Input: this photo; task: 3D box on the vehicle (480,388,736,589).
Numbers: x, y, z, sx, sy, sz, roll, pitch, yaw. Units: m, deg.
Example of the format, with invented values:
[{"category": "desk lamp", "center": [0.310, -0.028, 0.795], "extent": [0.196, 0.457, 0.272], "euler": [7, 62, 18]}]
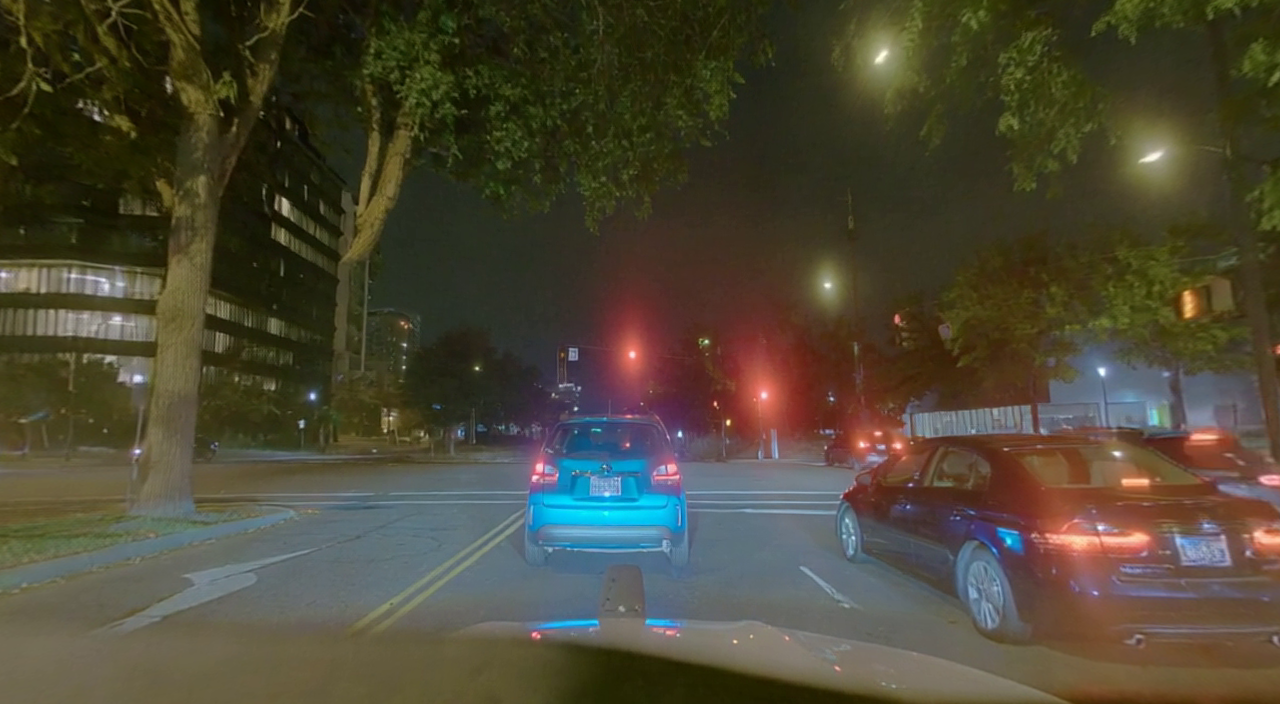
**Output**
[{"category": "vehicle", "center": [-0.344, 1.522, 7.778], "extent": [2.247, 1.760, 4.231], "euler": [0, -9, -2]}]

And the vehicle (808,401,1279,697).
[{"category": "vehicle", "center": [3.166, 1.399, 5.757], "extent": [1.932, 1.562, 4.629], "euler": [0, -9, -1]}]
